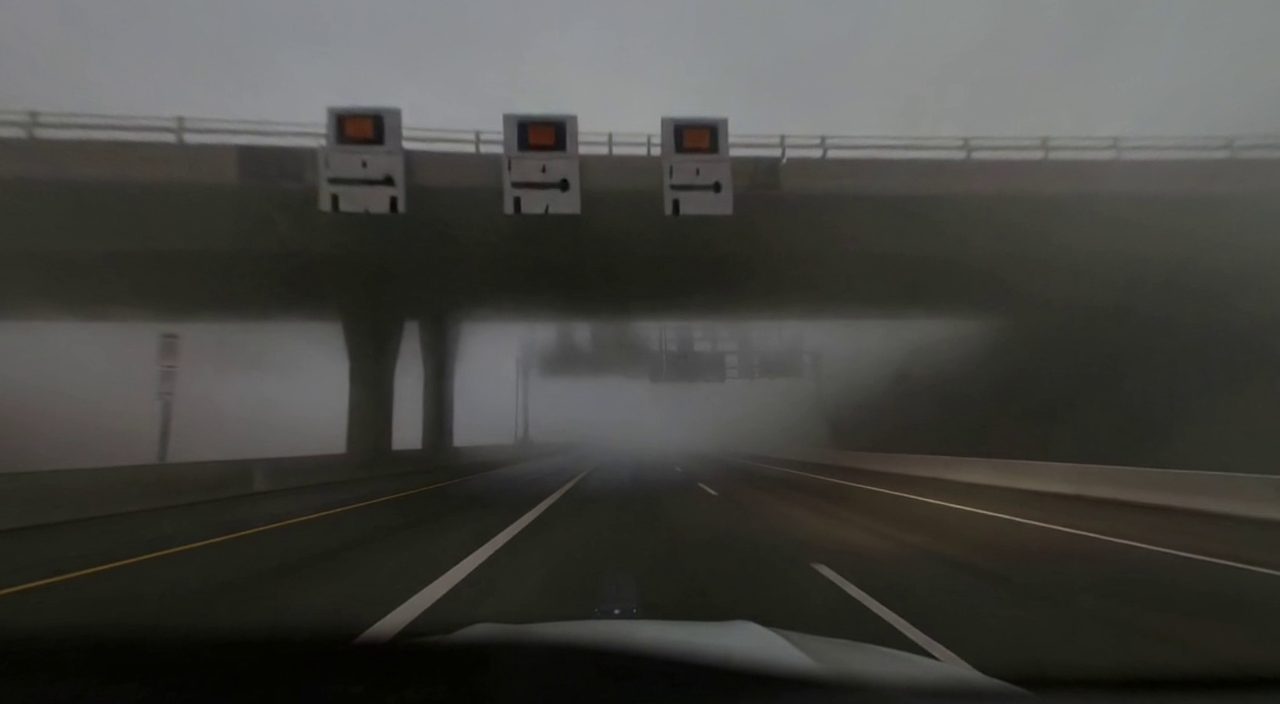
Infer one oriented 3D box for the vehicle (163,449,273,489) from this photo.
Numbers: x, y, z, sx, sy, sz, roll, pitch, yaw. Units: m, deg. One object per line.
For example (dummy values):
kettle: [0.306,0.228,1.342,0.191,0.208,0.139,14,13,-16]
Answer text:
vehicle: [-18.010,4.967,27.122,1.911,1.468,4.258,0,-8,-2]
